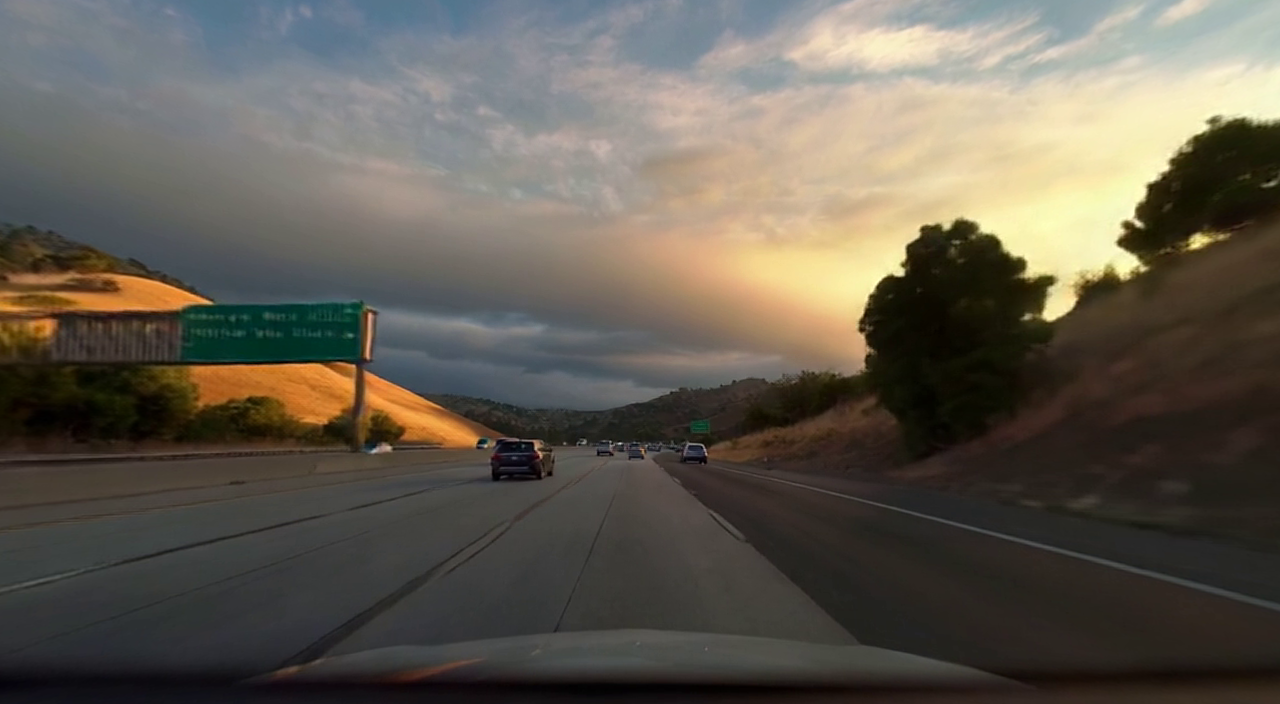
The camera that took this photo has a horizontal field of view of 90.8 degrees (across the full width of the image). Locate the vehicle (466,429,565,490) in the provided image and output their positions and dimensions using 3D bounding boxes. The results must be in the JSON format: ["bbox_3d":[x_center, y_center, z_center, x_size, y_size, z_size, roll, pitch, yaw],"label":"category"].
[{"bbox_3d":[-3.743,3.341,19.962,2.166,1.700,4.661,0,-8,0],"label":"vehicle"}]

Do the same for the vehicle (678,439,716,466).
[{"bbox_3d":[3.971,7.117,45.013,2.164,1.788,4.500,0,-8,-1],"label":"vehicle"}]
